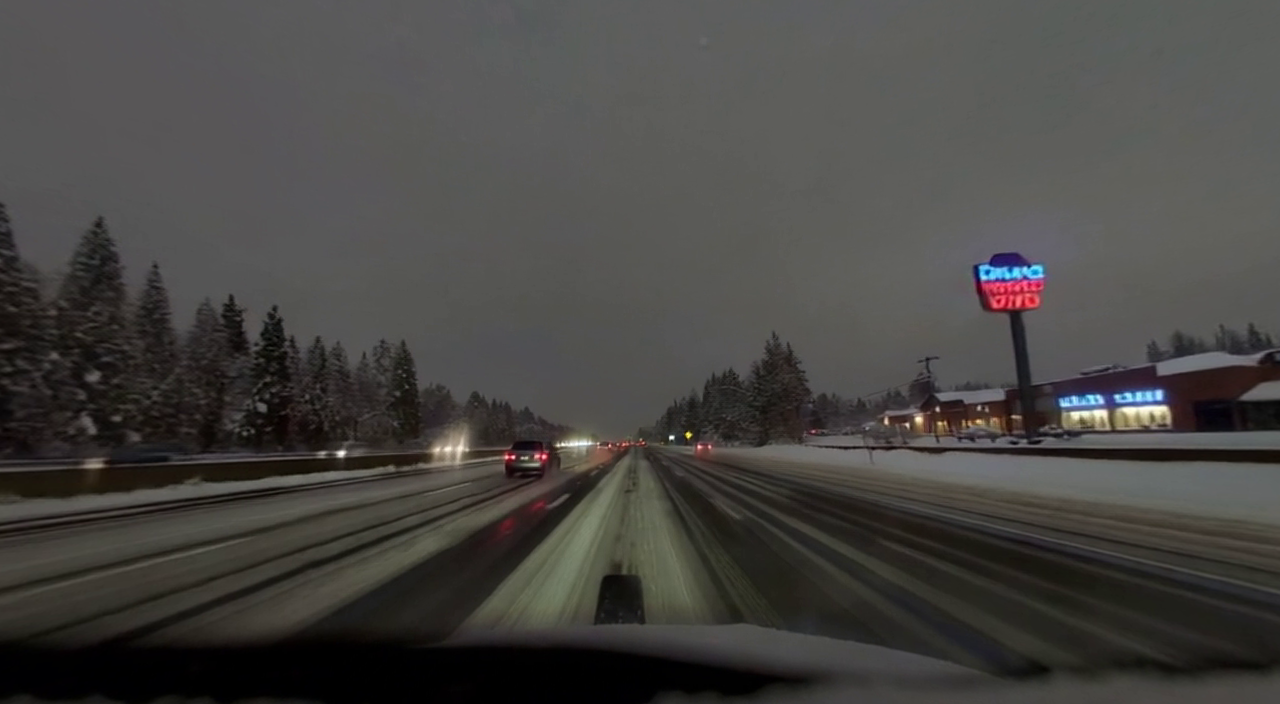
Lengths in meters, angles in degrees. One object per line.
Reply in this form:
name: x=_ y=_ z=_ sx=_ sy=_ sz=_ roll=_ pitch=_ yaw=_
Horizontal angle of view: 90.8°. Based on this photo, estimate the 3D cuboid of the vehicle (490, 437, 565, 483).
vehicle: x=-4.000 y=3.905 z=23.138 sx=1.939 sy=1.508 sz=4.272 roll=0 pitch=-8 yaw=0

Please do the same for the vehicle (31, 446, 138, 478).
vehicle: x=-26.759 y=5.274 z=30.588 sx=1.796 sy=1.401 sz=3.732 roll=0 pitch=-8 yaw=-1

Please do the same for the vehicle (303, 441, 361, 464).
vehicle: x=-19.139 y=6.250 z=39.382 sx=1.811 sy=1.380 sz=3.619 roll=0 pitch=-8 yaw=0
